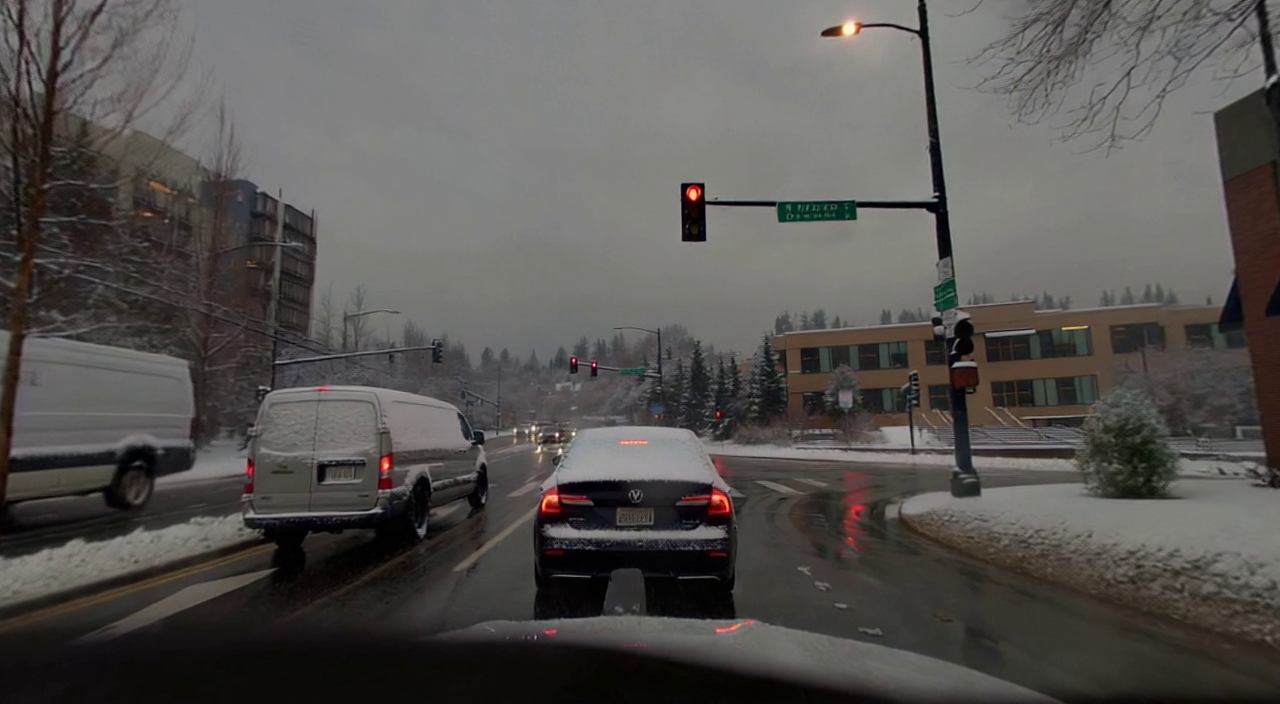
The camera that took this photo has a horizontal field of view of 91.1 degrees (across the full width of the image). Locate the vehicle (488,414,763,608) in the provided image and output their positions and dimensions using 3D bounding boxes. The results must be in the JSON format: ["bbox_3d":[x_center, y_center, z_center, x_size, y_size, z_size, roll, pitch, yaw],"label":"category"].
[{"bbox_3d":[-0.116,1.467,6.776,2.064,1.452,3.942,0,-8,0],"label":"vehicle"}]

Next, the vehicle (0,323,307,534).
[{"bbox_3d":[-10.756,1.406,11.398,2.973,3.009,12.605,-1,-7,-2],"label":"vehicle"}]

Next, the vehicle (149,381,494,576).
[{"bbox_3d":[-3.585,1.523,8.517,2.076,1.820,5.100,0,-8,-1],"label":"vehicle"}]
